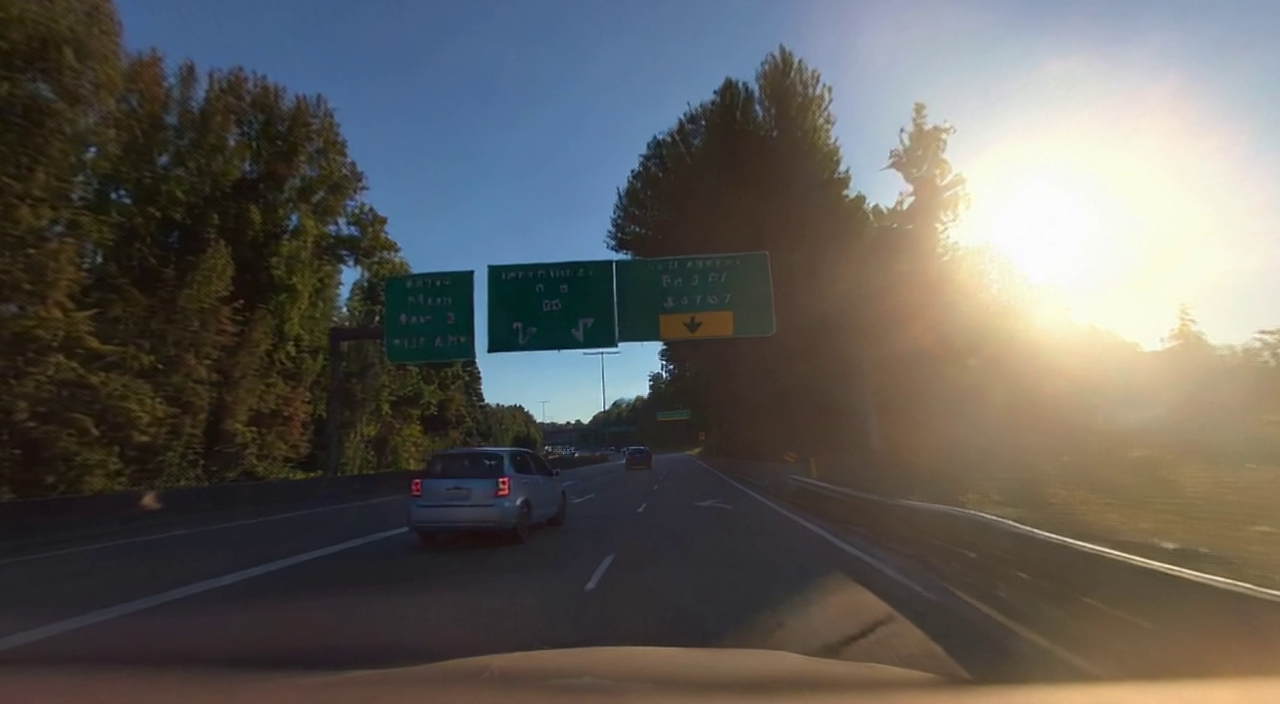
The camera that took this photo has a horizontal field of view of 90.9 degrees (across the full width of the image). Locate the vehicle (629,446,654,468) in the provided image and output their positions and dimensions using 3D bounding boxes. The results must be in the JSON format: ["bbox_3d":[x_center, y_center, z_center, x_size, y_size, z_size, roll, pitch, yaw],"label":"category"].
[{"bbox_3d":[0.128,7.635,45.929,1.675,1.537,3.574,-1,-9,3],"label":"vehicle"}]

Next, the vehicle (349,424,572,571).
[{"bbox_3d":[-2.150,1.856,8.672,1.846,1.566,3.525,-1,-9,3],"label":"vehicle"}]
